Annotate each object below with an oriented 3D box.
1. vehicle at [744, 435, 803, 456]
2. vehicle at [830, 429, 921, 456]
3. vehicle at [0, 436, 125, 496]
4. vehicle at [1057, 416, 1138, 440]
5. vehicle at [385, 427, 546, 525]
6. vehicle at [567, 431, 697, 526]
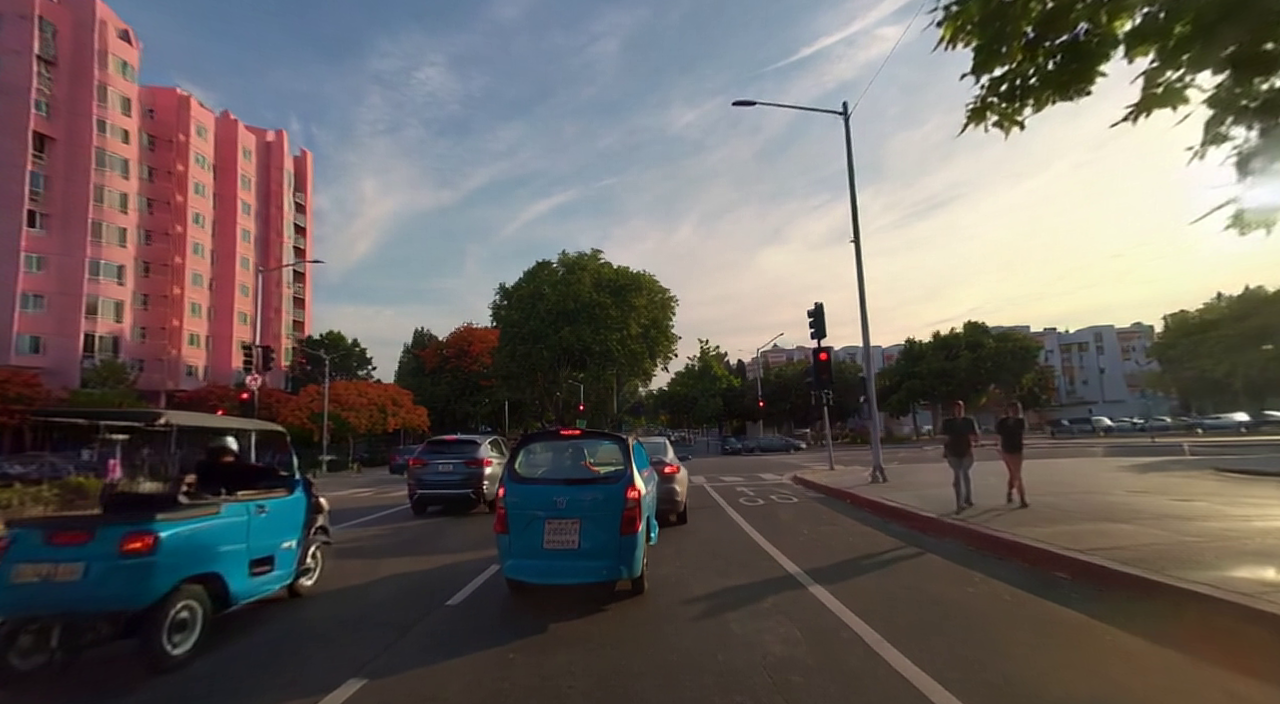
[{"bbox_3d":[9.998,6.973,47.166,4.511,1.464,1.816,6,-11,-38],"label":"vehicle"},{"bbox_3d":[13.865,5.384,37.270,4.661,1.456,1.862,-7,-11,39],"label":"vehicle"},{"bbox_3d":[-28.927,5.572,30.657,5.890,2.393,2.346,-5,-7,1],"label":"vehicle"},{"bbox_3d":[30.790,5.156,42.482,1.751,1.420,4.027,8,-12,-42],"label":"vehicle"},{"bbox_3d":[-3.247,2.395,12.685,1.935,1.615,4.073,-1,-9,2],"label":"vehicle"},{"bbox_3d":[-0.088,2.283,11.908,2.025,1.458,4.085,-1,-9,1],"label":"vehicle"}]
